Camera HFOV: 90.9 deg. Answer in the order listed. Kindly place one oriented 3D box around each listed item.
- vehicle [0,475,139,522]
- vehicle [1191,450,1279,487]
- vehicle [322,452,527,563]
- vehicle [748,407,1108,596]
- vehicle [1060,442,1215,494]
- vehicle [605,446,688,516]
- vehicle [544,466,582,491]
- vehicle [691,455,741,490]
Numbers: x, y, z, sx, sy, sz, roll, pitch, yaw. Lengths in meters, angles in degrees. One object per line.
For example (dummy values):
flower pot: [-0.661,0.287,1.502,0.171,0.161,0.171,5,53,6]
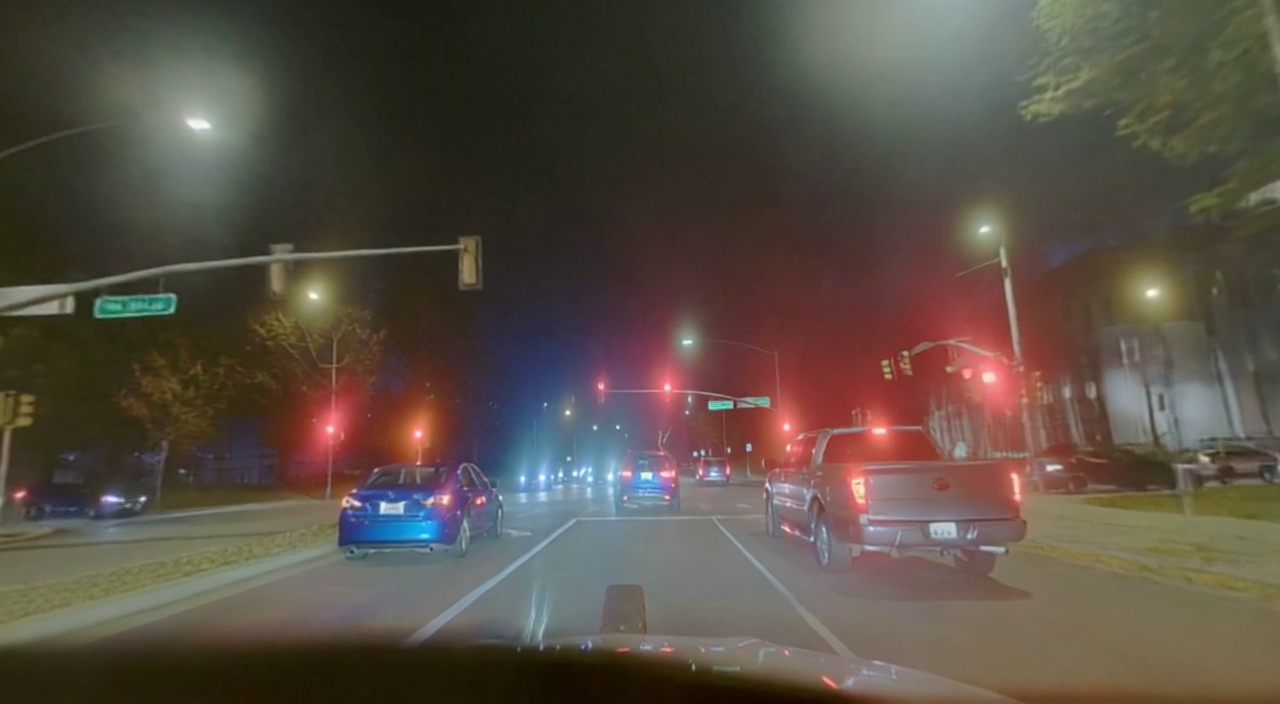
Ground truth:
vehicle: [-23.378,5.823,25.082,5.100,1.533,2.032,-2,-9,-1]
vehicle: [25.027,4.701,25.356,4.180,1.376,1.583,1,-9,0]
vehicle: [-3.393,2.521,11.097,1.909,1.476,4.751,0,-9,0]
vehicle: [3.349,1.929,9.242,2.571,1.857,5.841,0,-9,1]
vehicle: [19.970,4.637,25.487,4.437,1.863,2.068,-1,-7,1]
vehicle: [0.218,3.593,18.072,2.113,1.768,3.901,0,-9,2]
vehicle: [-5.101,8.428,42.222,1.882,1.342,3.755,-4,-9,2]
vehicle: [4.472,7.172,38.003,2.408,1.908,5.355,0,-9,1]
